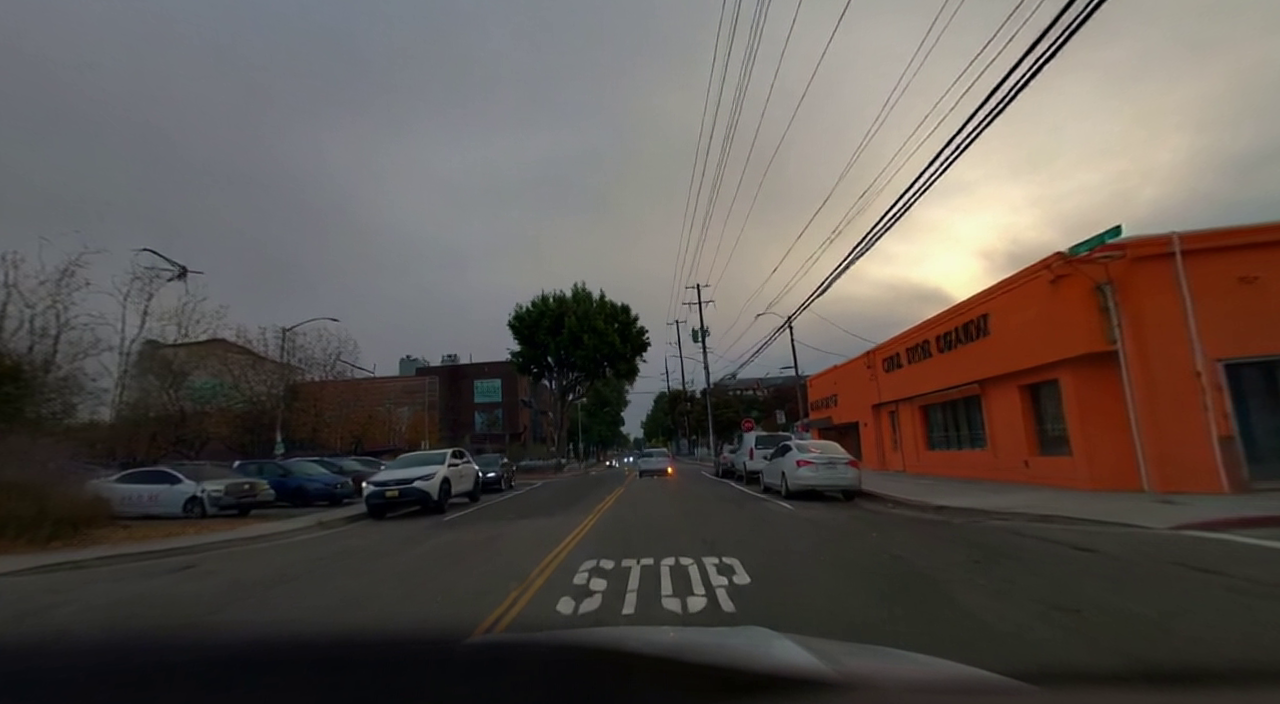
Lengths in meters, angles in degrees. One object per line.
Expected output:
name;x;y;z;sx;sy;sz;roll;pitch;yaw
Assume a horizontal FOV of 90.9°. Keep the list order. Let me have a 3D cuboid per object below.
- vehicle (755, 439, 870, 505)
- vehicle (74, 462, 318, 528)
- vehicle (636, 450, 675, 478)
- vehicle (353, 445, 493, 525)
vehicle;4.313;3.031;16.516;1.840;1.452;4.517;-1;-8;1
vehicle;-11.632;3.759;16.833;4.968;1.493;1.961;0;-8;-2
vehicle;0.983;6.535;37.054;2.033;1.464;4.645;-1;-8;5
vehicle;-5.705;3.506;17.426;2.146;1.775;5.117;0;-8;-1
